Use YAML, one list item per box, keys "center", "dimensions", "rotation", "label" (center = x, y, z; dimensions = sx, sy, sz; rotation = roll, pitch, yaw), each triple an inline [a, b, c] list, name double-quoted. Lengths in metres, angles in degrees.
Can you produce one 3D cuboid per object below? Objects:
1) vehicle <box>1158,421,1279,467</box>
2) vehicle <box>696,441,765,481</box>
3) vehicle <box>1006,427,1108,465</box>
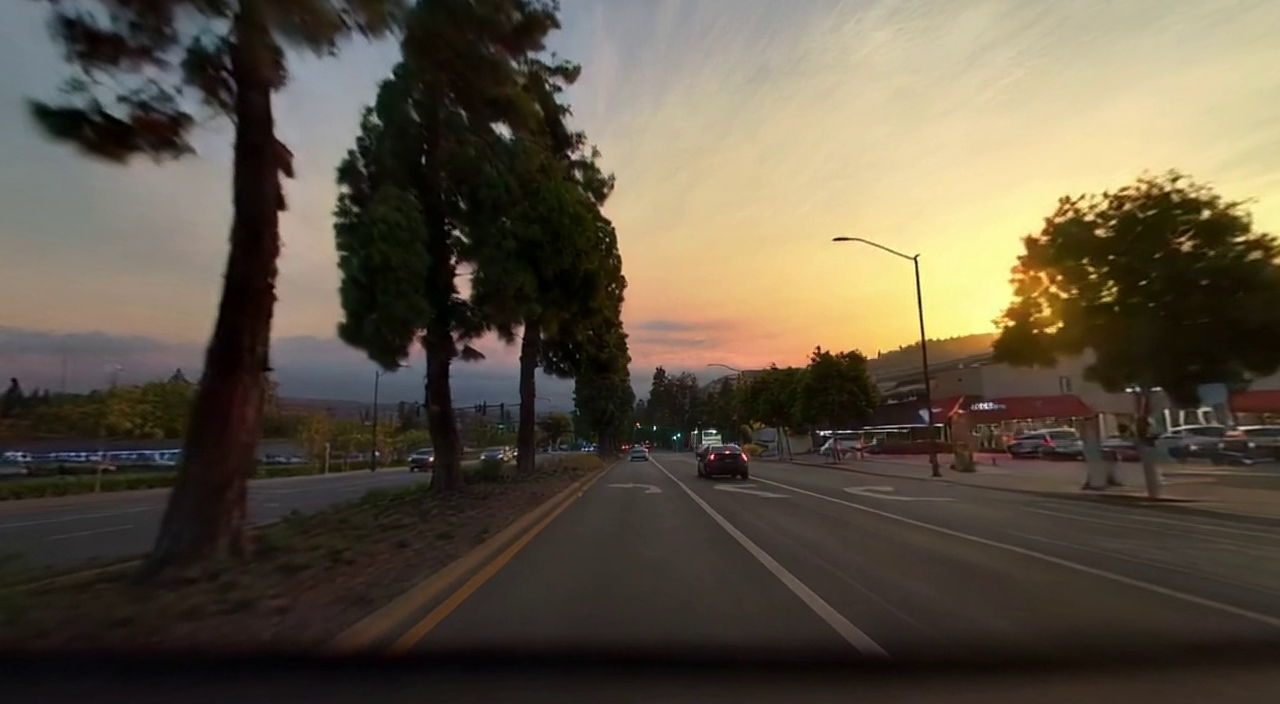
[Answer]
- center: [28.716, 4.570, 31.343]
  dimensions: [2.501, 2.045, 5.267]
  rotation: [-2, -9, 14]
  label: "vehicle"
- center: [3.555, 4.388, 25.689]
  dimensions: [1.983, 1.482, 4.463]
  rotation: [0, -9, -2]
  label: "vehicle"
- center: [23.901, 5.451, 36.458]
  dimensions: [4.534, 1.730, 1.942]
  rotation: [-10, -10, 26]
  label: "vehicle"
